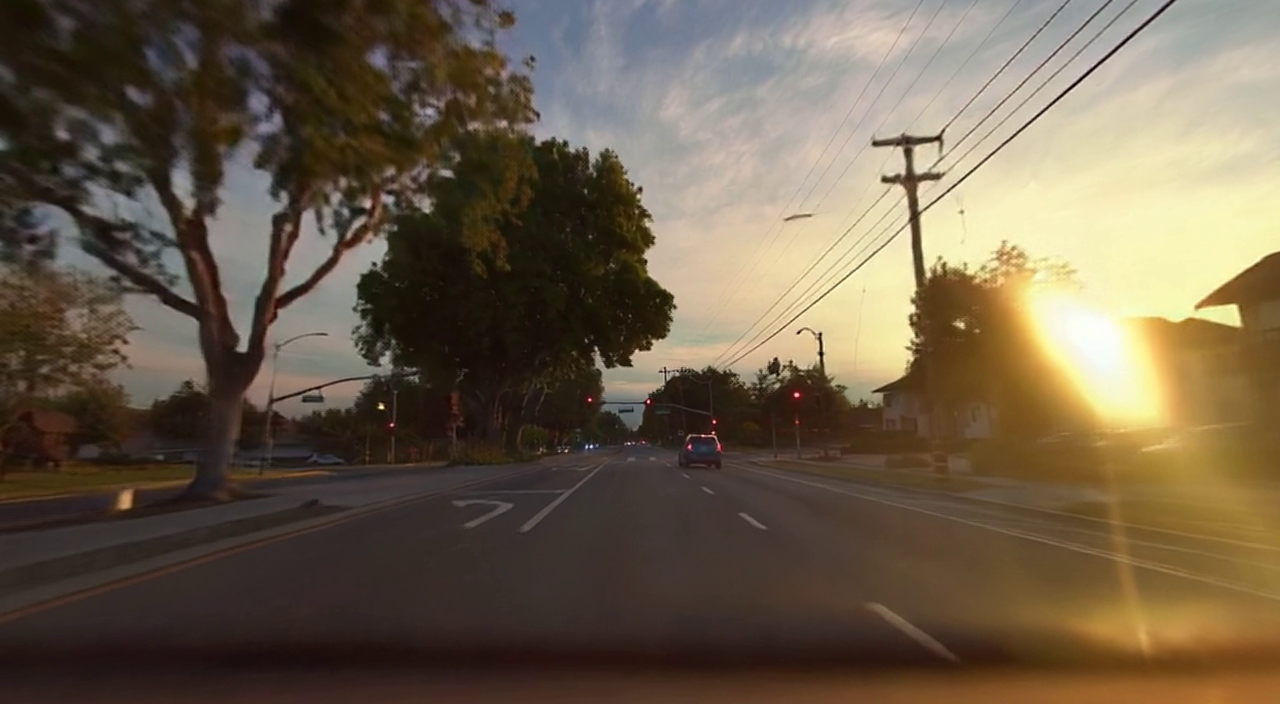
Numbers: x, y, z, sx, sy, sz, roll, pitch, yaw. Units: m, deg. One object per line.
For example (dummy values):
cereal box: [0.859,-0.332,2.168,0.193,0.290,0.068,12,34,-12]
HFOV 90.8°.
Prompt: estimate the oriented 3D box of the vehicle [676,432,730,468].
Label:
vehicle: [3.321,5.328,34.294,2.229,1.795,4.927,0,-9,-2]
